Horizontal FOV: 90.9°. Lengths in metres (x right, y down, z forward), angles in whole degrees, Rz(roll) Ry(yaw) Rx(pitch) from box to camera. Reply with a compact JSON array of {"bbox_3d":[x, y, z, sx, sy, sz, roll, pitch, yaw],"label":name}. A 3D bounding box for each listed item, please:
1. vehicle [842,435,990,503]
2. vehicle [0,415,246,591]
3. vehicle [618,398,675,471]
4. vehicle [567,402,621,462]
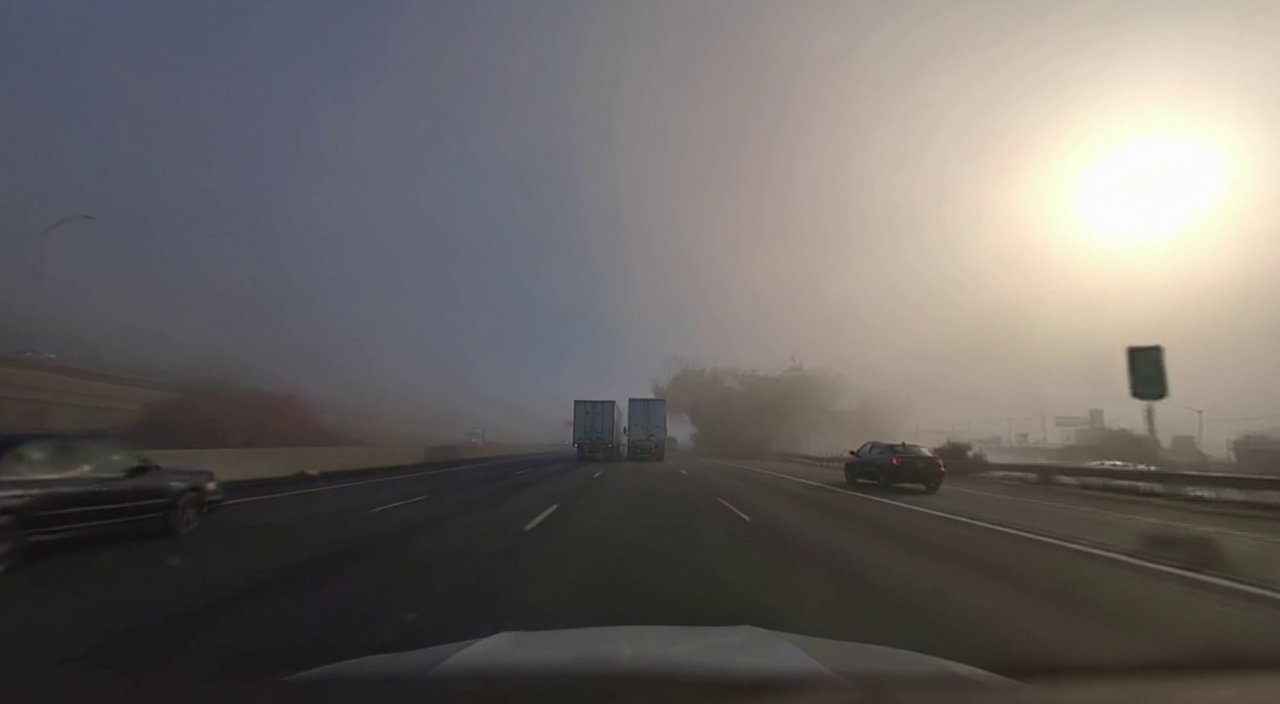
[{"bbox_3d":[7.181,3.045,17.024,1.969,1.560,4.394,0,-8,-1],"label":"vehicle"},{"bbox_3d":[-6.664,1.470,6.621,1.992,1.547,4.673,0,-8,0],"label":"vehicle"},{"bbox_3d":[0.311,4.997,39.905,3.054,3.944,11.230,0,-5,0],"label":"vehicle"},{"bbox_3d":[-3.230,6.064,47.439,2.962,3.947,11.574,0,-8,1],"label":"vehicle"}]
